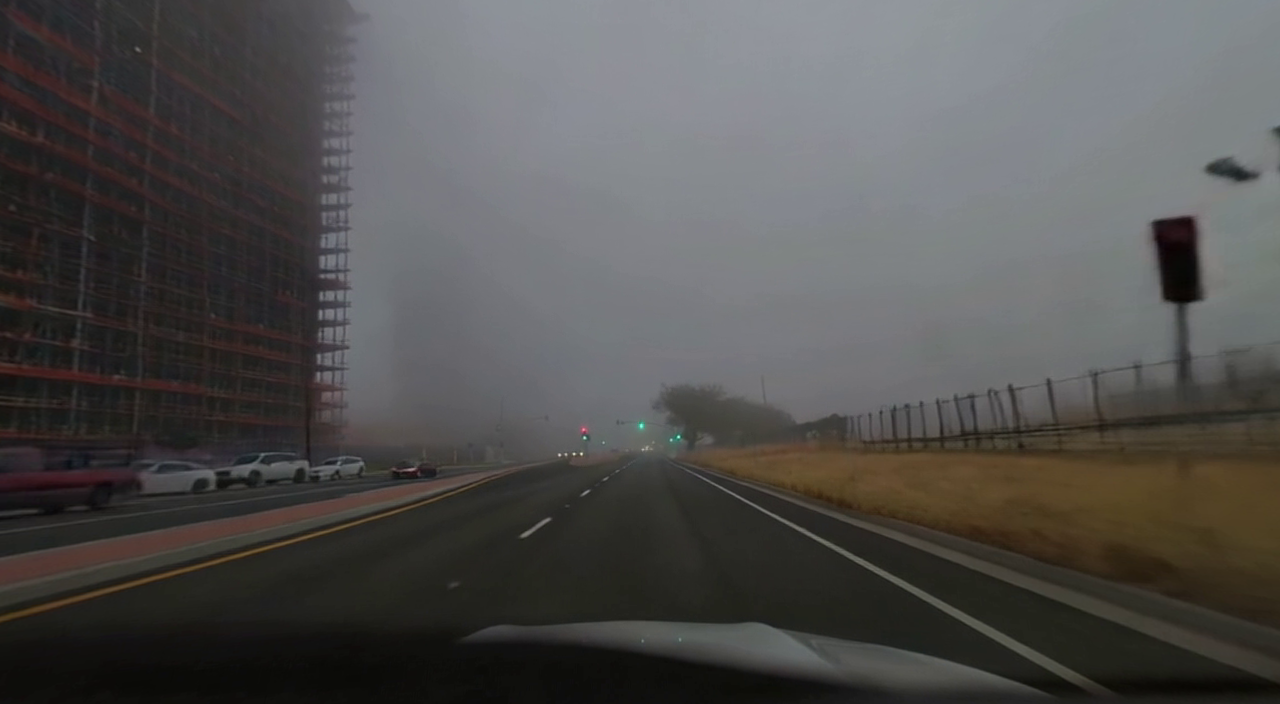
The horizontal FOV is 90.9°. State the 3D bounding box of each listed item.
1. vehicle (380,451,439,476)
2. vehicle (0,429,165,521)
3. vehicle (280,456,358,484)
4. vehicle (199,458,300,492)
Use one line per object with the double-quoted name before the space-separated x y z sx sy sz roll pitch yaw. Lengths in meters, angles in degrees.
"vehicle" -15.250 7.391 42.000 2.113 1.478 4.828 0 -9 -1
"vehicle" -16.321 3.182 16.735 2.601 2.118 6.071 0 -9 0
"vehicle" -19.253 7.066 38.076 2.007 1.453 4.932 -1 -9 2
"vehicle" -19.315 6.085 31.489 2.003 1.440 4.857 0 -9 0
